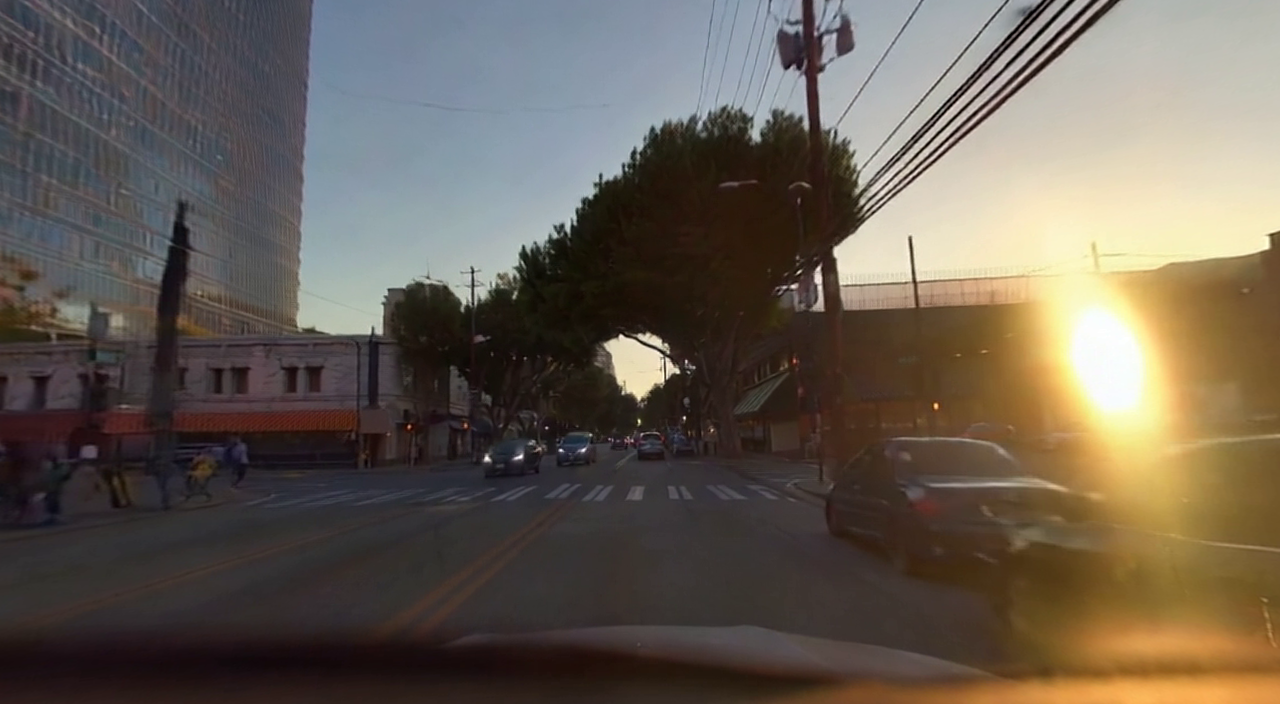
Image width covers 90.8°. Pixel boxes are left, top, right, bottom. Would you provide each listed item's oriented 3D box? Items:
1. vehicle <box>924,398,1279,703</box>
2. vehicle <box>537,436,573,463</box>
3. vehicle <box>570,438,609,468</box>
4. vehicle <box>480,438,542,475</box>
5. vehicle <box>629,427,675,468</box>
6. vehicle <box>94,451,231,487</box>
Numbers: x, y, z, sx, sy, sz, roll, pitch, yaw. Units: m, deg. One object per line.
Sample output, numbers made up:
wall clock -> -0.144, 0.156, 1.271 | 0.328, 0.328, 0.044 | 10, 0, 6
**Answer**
vehicle -> 3.357, 0.996, 2.783 | 1.897, 1.522, 5.028 | 0, -8, 0
vehicle -> -6.546, 7.562, 49.035 | 2.090, 1.975, 4.657 | 0, -8, 1
vehicle -> -2.905, 5.822, 36.886 | 2.026, 1.616, 4.109 | 1, -8, -1
vehicle -> -6.014, 4.895, 30.016 | 2.089, 1.578, 4.571 | 0, -8, -1
vehicle -> 0.601, 4.821, 32.027 | 2.127, 1.893, 4.194 | 0, -8, 1
vehicle -> -20.967, 5.130, 27.882 | 4.477, 1.439, 1.966 | 0, -8, 1
